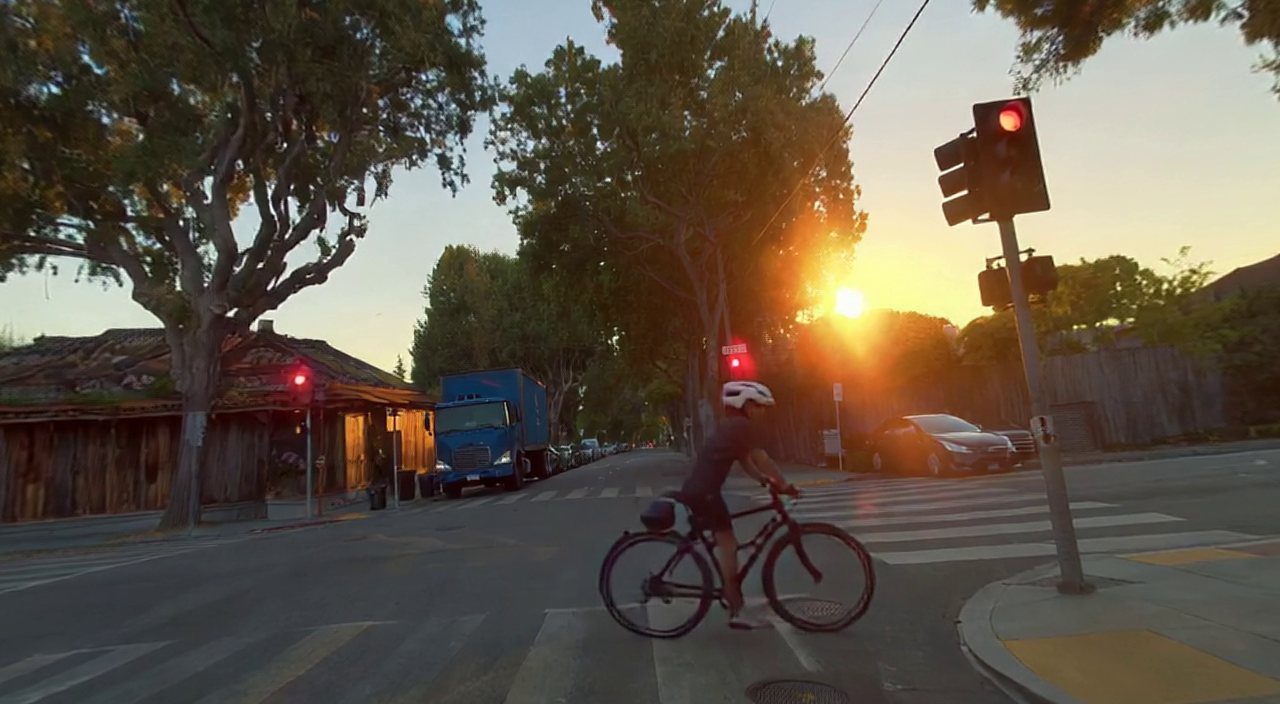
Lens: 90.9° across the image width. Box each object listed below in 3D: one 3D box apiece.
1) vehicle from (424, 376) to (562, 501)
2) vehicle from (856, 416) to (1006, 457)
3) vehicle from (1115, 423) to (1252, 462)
[{"bbox_3d":[-5.805,3.730,27.104,3.113,4.041,10.284,-5,-8,0],"label":"vehicle"},{"bbox_3d":[10.668,3.140,23.436,4.643,1.456,1.820,-1,-8,5],"label":"vehicle"},{"bbox_3d":[24.927,4.163,29.047,4.268,1.695,2.053,0,-8,3],"label":"vehicle"}]
